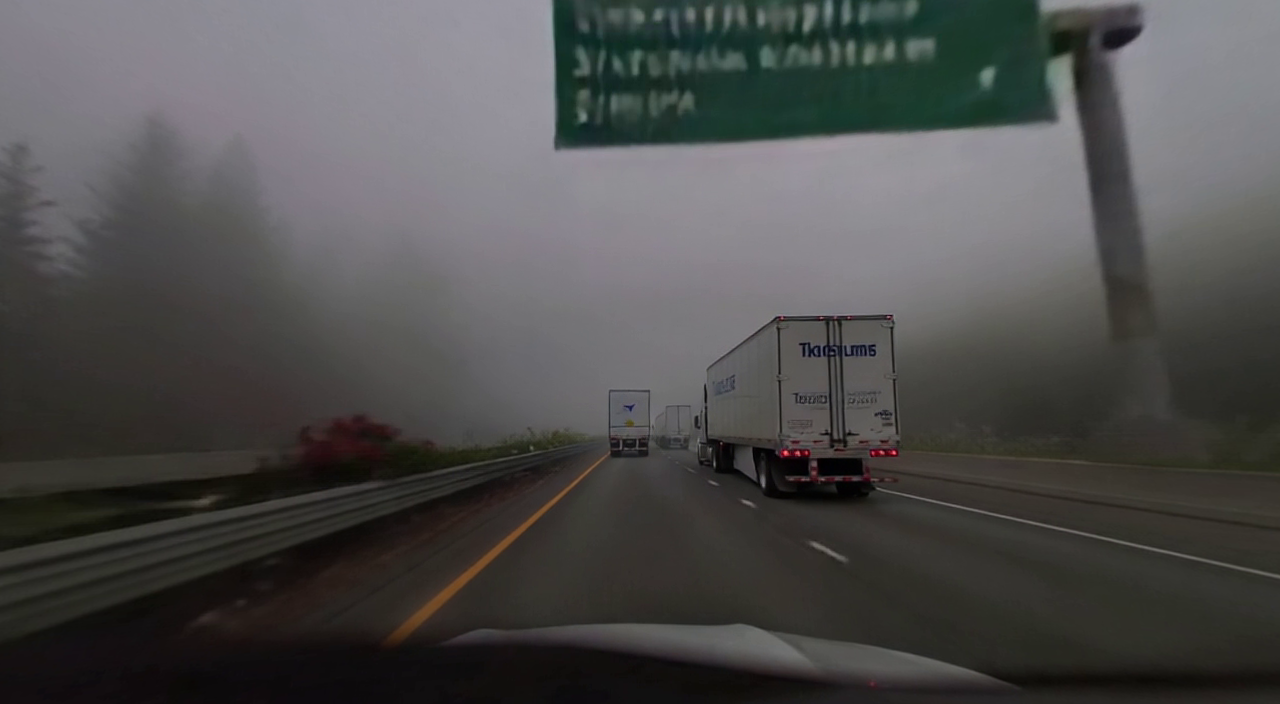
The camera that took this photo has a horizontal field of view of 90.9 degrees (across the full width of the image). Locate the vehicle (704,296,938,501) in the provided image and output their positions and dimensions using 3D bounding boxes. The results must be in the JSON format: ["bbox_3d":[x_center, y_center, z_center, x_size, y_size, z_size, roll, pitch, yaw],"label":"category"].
[{"bbox_3d":[4.348,1.871,19.907,2.856,4.145,14.500,0,-8,-1],"label":"vehicle"}]

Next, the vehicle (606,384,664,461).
[{"bbox_3d":[-0.320,4.325,37.668,2.958,3.917,10.196,0,-8,-1],"label":"vehicle"}]
